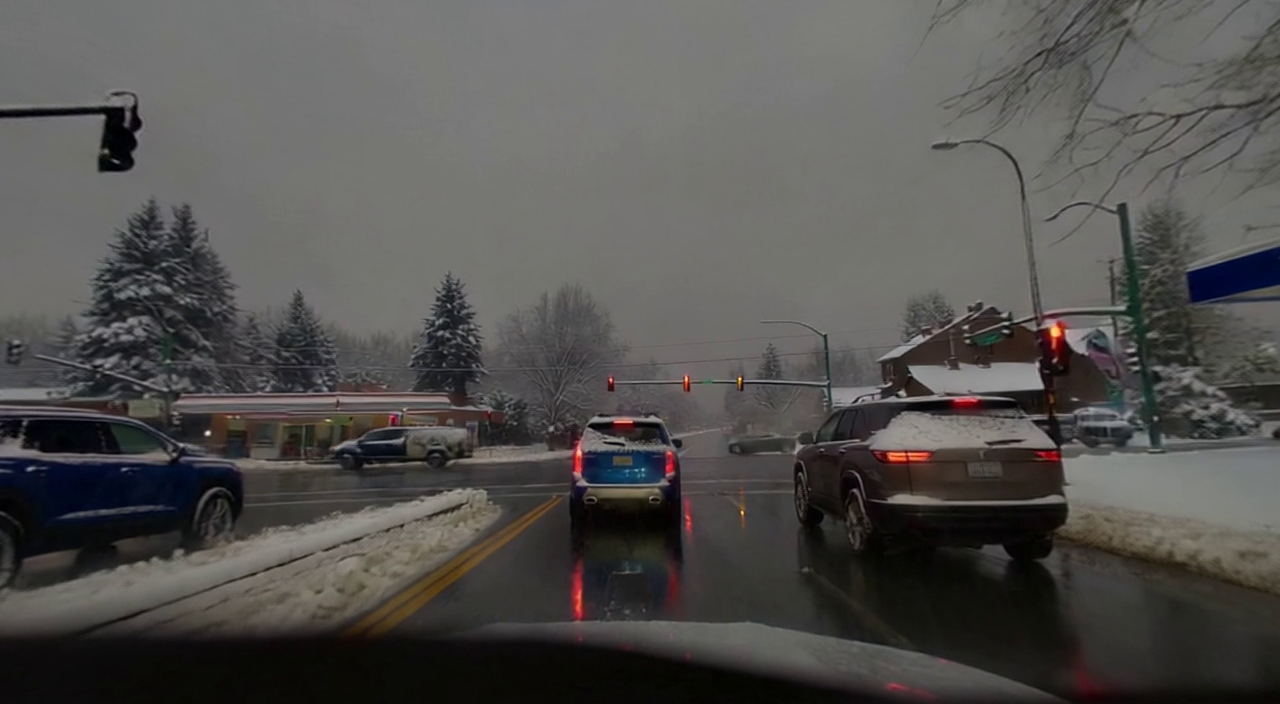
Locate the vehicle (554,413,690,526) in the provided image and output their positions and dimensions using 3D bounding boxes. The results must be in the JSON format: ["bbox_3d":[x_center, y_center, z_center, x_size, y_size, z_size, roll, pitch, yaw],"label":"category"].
[{"bbox_3d":[-0.260,2.078,11.632,2.067,1.702,3.987,0,-8,0],"label":"vehicle"}]

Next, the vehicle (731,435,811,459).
[{"bbox_3d":[8.389,6.090,40.470,4.669,1.469,1.855,0,-8,-3],"label":"vehicle"}]

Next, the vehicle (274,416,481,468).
[{"bbox_3d":[-17.587,6.155,43.059,12.640,3.321,2.995,0,-8,-3],"label":"vehicle"}]

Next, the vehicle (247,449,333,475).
[{"bbox_3d":[-21.512,6.746,38.864,4.149,1.527,1.800,0,-8,-3],"label":"vehicle"}]

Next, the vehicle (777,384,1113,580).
[{"bbox_3d":[3.251,1.497,7.985,2.083,1.779,4.347,0,-8,0],"label":"vehicle"}]

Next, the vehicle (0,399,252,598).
[{"bbox_3d":[-6.744,1.465,6.684,2.011,1.774,4.866,0,-8,2],"label":"vehicle"}]
